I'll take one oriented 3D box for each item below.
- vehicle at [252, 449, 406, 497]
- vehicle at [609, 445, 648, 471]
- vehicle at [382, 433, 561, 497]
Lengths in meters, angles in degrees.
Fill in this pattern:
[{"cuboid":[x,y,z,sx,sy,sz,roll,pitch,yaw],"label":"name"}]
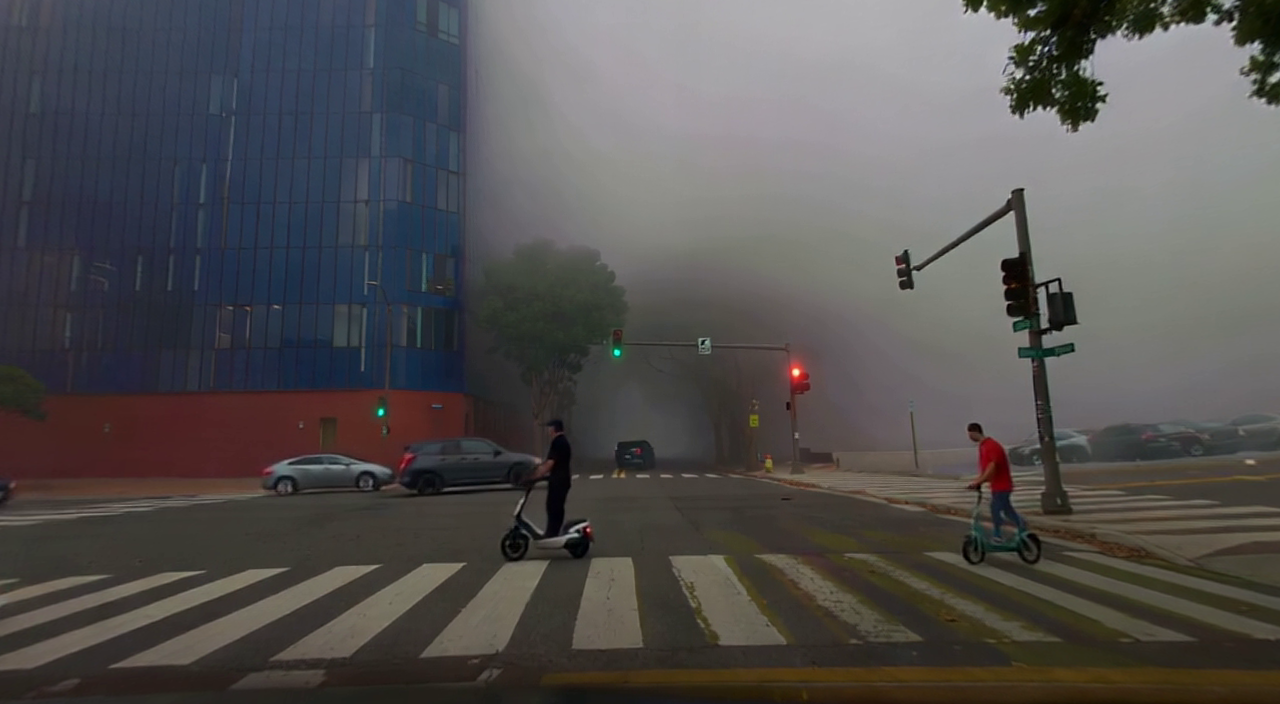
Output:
[{"cuboid":[-10.598,4.109,21.874,4.485,1.463,2.075,3,-9,-23],"label":"vehicle"},{"cuboid":[-0.691,6.923,41.528,2.051,1.616,4.641,-1,-8,5],"label":"vehicle"},{"cuboid":[-5.077,3.376,19.275,4.802,1.724,2.122,5,-10,-31],"label":"vehicle"}]
